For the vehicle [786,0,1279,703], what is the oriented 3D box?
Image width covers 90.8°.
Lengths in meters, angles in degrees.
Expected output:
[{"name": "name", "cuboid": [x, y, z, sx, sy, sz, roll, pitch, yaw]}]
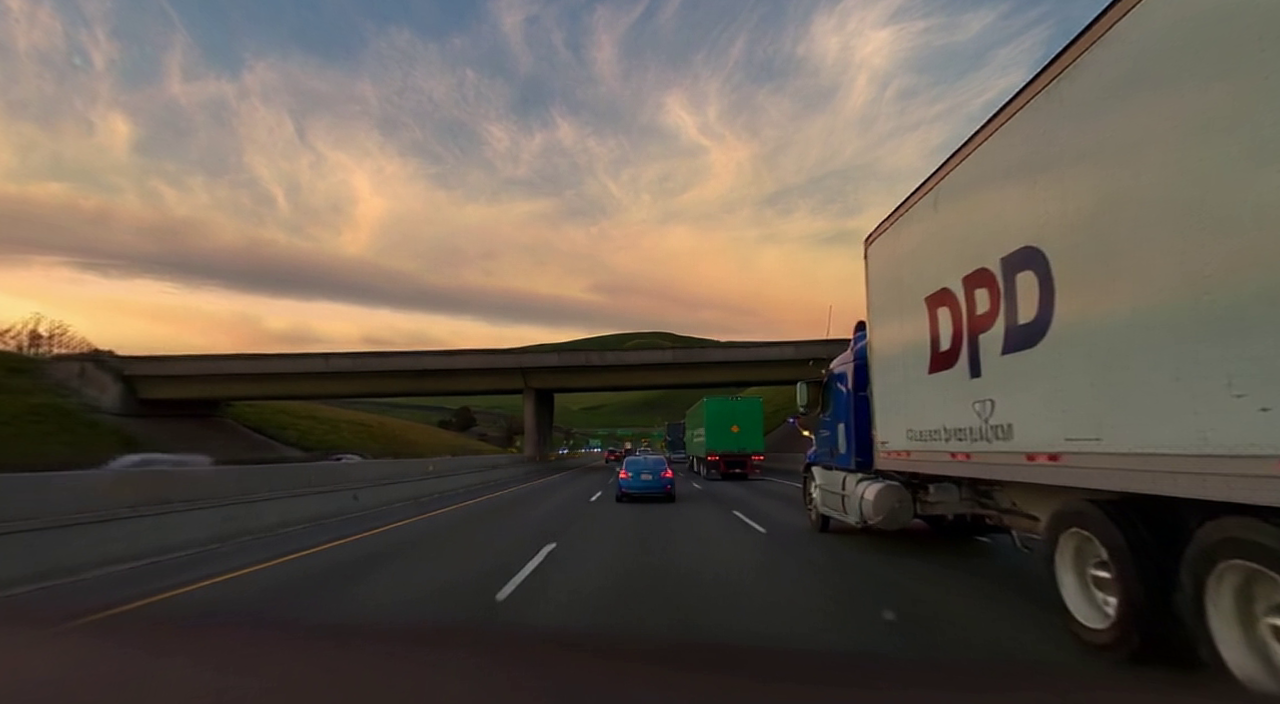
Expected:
[{"name": "vehicle", "cuboid": [4.133, 0.327, 6.005, 2.884, 3.930, 10.206, 0, -9, -1]}]

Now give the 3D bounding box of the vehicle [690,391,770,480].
[{"name": "vehicle", "cuboid": [4.431, 4.446, 33.010, 2.801, 4.039, 8.684, 0, -9, 0]}]

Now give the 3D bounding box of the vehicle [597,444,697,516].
[{"name": "vehicle", "cuboid": [0.143, 2.917, 14.828, 2.029, 1.437, 3.794, 0, -9, 0]}]
